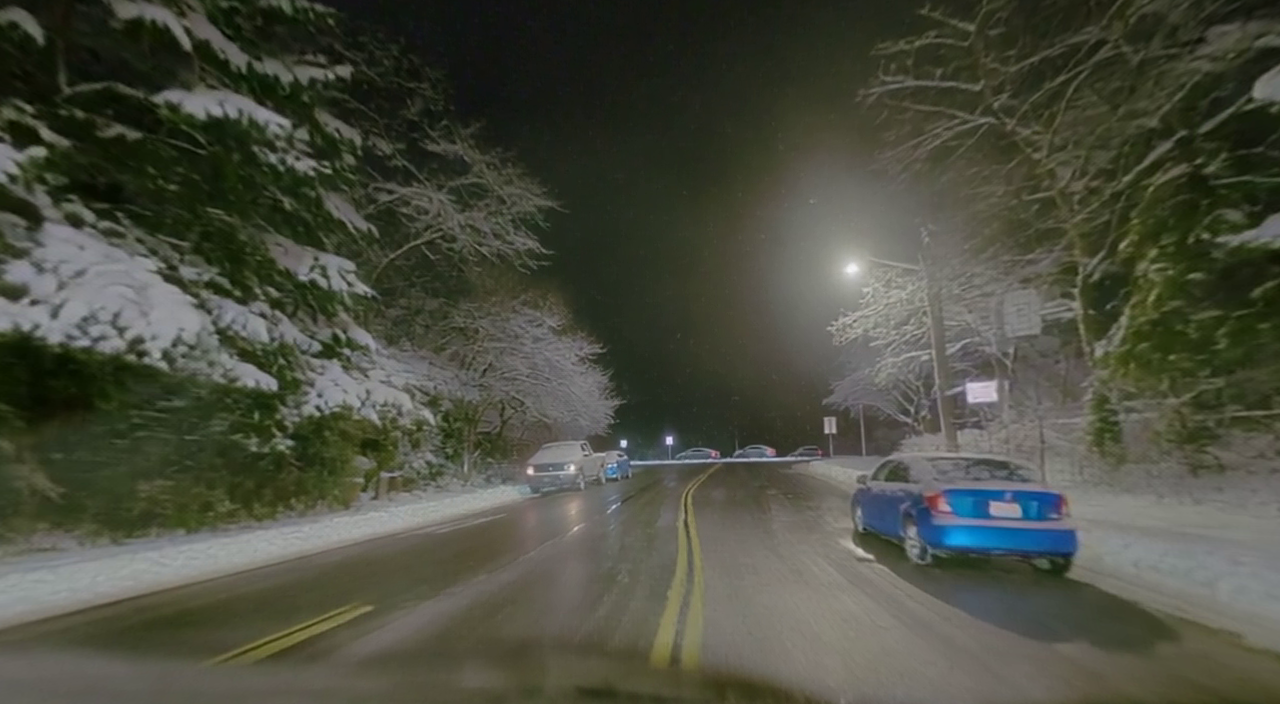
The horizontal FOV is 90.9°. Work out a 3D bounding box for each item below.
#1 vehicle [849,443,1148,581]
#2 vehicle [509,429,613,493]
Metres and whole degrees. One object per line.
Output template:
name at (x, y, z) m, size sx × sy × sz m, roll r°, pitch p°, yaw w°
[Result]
vehicle at (4.542, 2.023, 9.004) m, size 2.033 × 1.424 × 4.560 m, roll -1°, pitch -8°, yaw 7°
vehicle at (-3.002, 4.520, 25.513) m, size 2.583 × 2.167 × 5.667 m, roll -5°, pitch -13°, yaw 9°
